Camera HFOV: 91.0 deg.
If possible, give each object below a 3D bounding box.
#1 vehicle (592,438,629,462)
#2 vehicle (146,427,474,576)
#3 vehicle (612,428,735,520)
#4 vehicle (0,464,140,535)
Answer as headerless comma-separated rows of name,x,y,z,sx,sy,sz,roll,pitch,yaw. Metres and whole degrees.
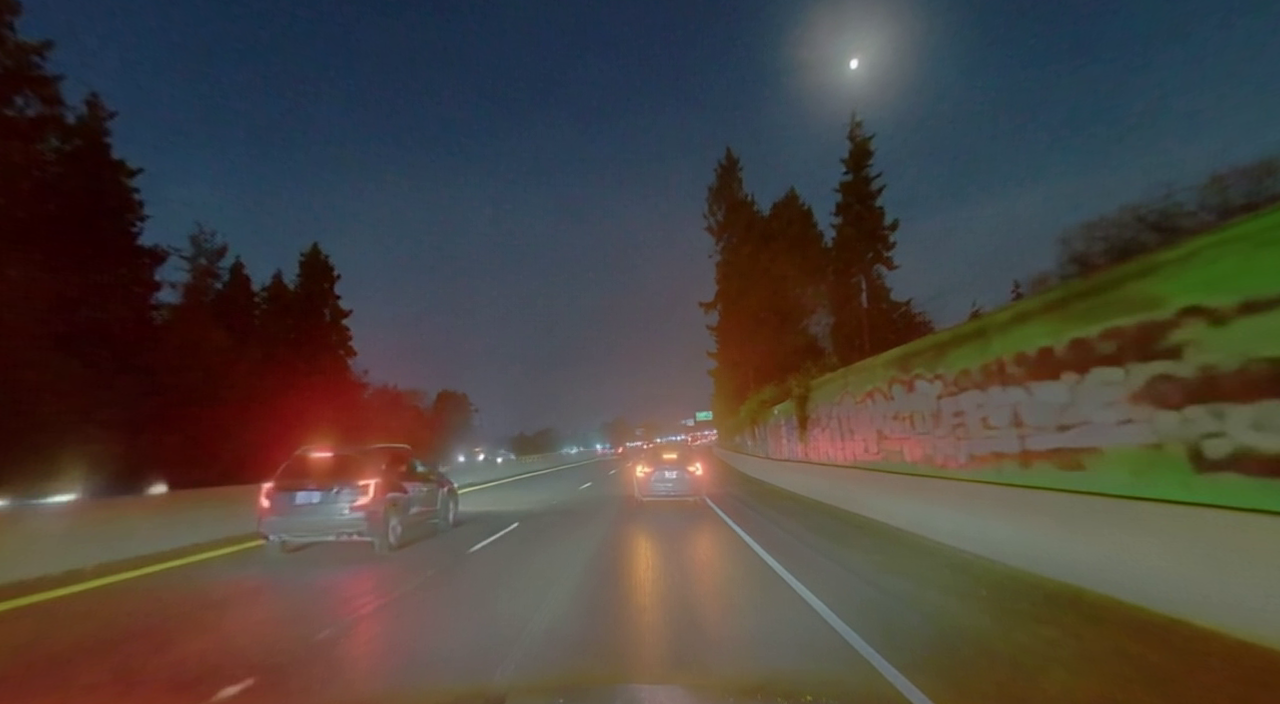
vehicle,-1.955,6.704,43.066,2.105,1.571,3.727,-1,-8,4
vehicle,-3.868,1.801,8.437,2.059,1.471,4.152,0,-8,2
vehicle,0.577,2.353,12.653,2.077,1.533,3.854,0,-8,1
vehicle,-15.047,3.625,15.917,1.692,1.413,3.747,0,-8,0
